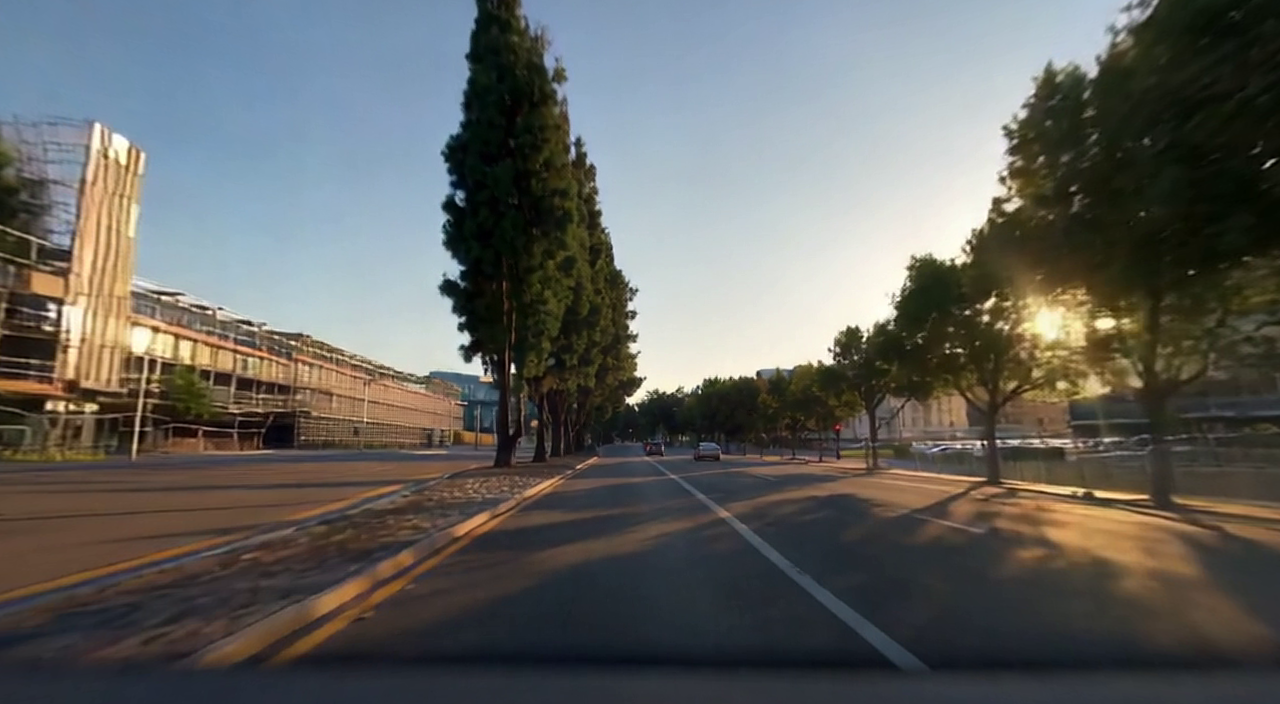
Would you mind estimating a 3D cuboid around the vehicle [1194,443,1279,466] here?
[{"bbox_3d":[46.992,8.019,49.436,5.212,1.712,2.040,-8,-11,41],"label":"vehicle"}]

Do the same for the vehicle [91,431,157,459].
[{"bbox_3d":[-34.417,6.200,42.074,5.202,1.696,2.228,-7,-11,38],"label":"vehicle"}]

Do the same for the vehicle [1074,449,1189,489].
[{"bbox_3d":[27.016,6.421,35.002,2.394,1.893,4.807,2,-8,-3],"label":"vehicle"}]
